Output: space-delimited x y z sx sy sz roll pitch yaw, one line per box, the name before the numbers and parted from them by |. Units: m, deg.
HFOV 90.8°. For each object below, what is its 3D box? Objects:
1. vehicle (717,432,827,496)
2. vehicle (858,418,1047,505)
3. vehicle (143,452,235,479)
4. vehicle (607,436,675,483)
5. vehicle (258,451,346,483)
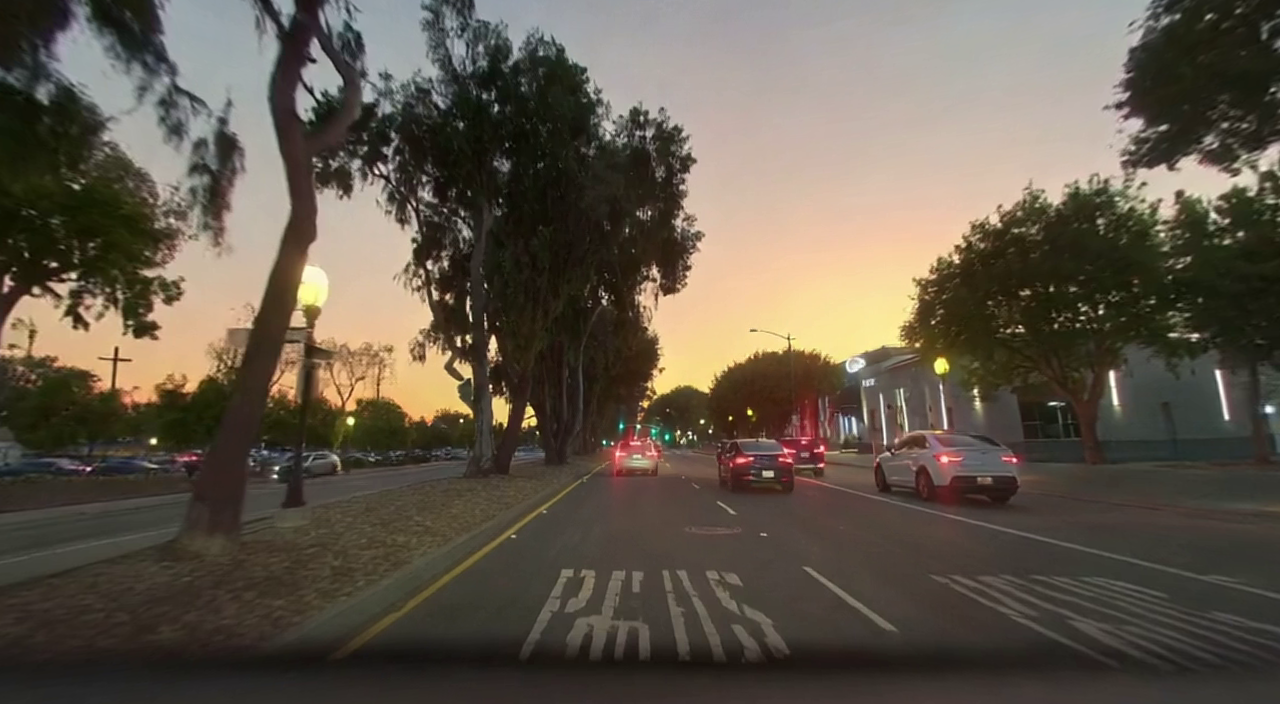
vehicle | 3.375 2.970 17.100 1.993 1.477 4.240 0 -8 -1
vehicle | 7.073 2.550 15.061 2.052 1.708 4.842 0 -8 0
vehicle | -29.920 7.506 41.964 4.559 1.663 2.059 -1 -8 3
vehicle | 0.008 3.633 21.643 2.101 1.444 4.248 0 -8 -1
vehicle | -17.476 5.956 32.951 2.069 1.460 4.716 0 -8 -1
